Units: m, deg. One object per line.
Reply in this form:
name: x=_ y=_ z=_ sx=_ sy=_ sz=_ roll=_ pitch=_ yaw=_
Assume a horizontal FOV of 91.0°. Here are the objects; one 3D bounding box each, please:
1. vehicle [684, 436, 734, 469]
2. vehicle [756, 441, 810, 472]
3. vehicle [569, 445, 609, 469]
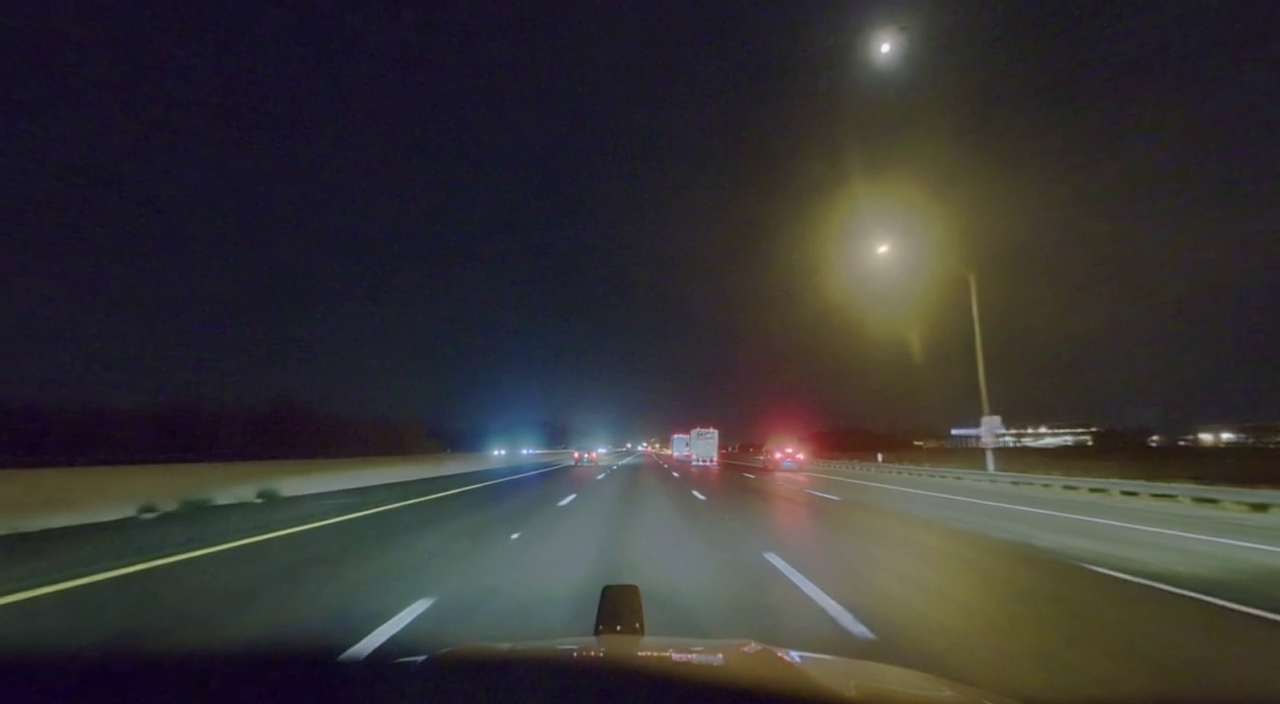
vehicle: x=4.457 y=6.675 z=41.944 sx=2.770 sy=1.990 sz=5.755 roll=0 pitch=-9 yaw=1
vehicle: x=8.381 y=6.184 z=37.414 sx=2.188 sy=1.727 sz=4.381 roll=0 pitch=-9 yaw=0
vehicle: x=-3.312 y=6.920 z=41.717 sx=2.164 sy=1.507 sz=4.748 roll=0 pitch=-9 yaw=1
